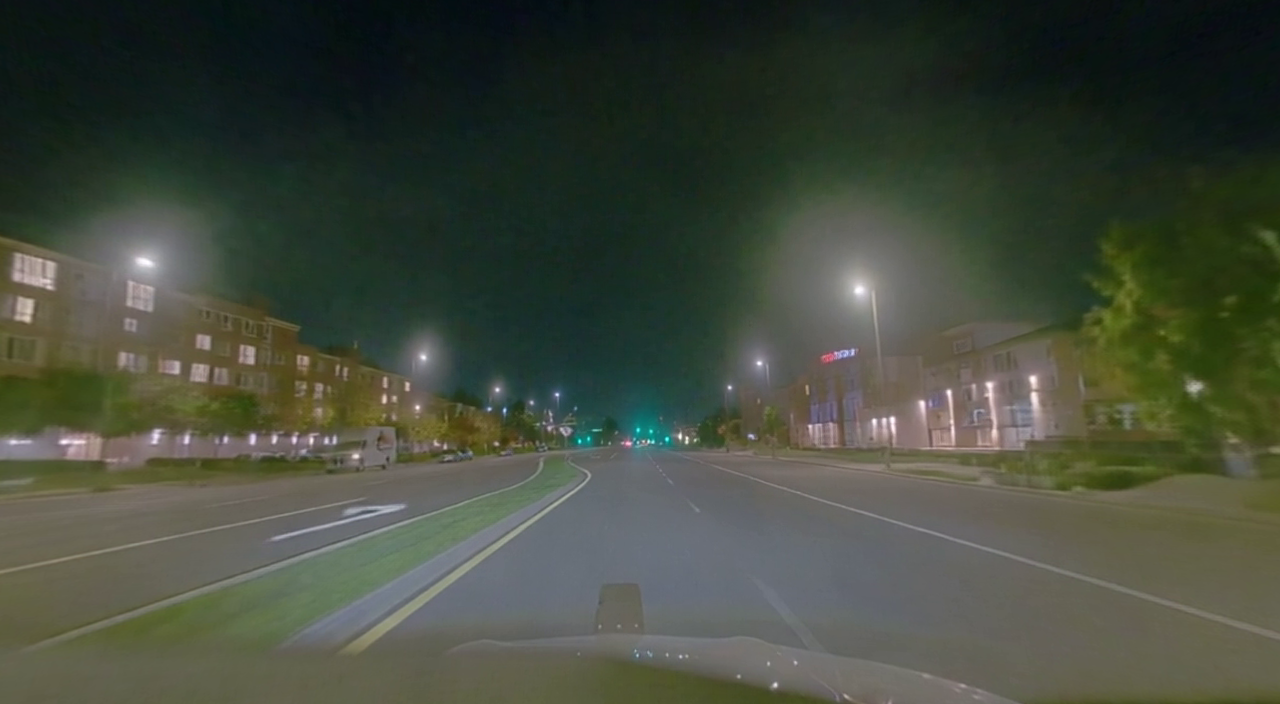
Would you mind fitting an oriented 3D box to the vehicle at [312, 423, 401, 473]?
[{"bbox_3d":[-19.477,6.663,43.938,2.834,3.225,6.752,0,-9,1],"label":"vehicle"}]
